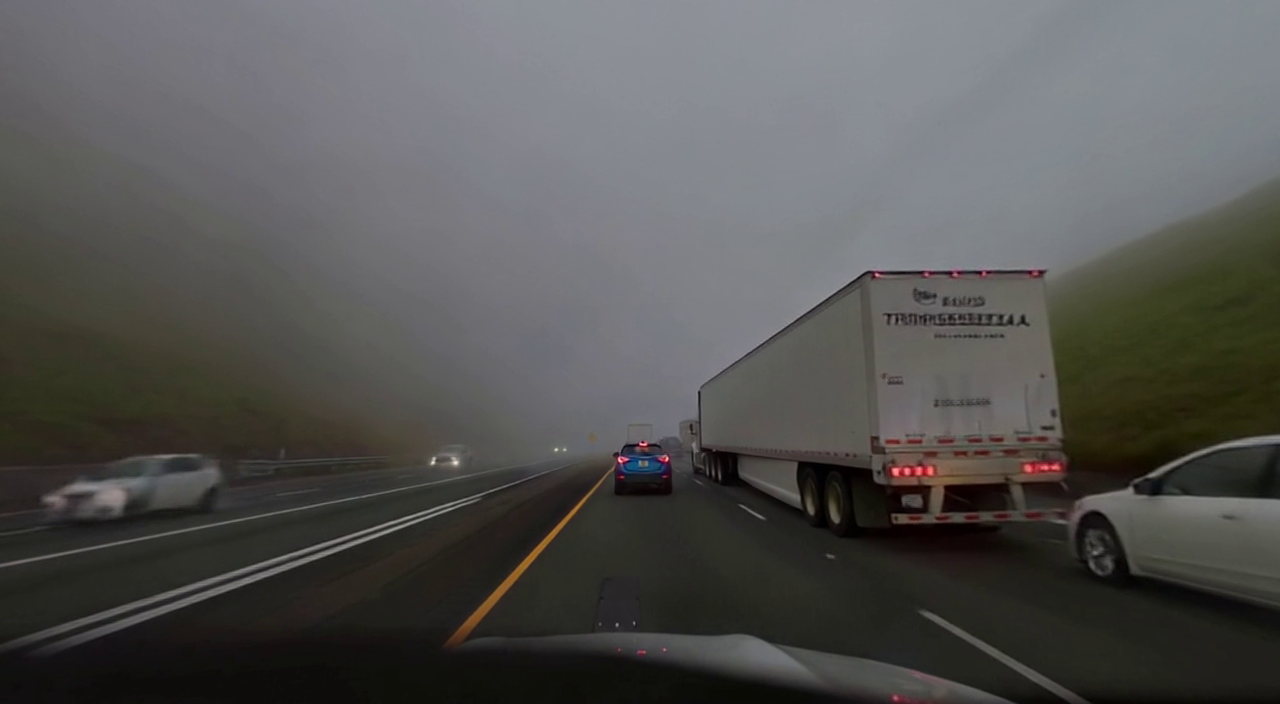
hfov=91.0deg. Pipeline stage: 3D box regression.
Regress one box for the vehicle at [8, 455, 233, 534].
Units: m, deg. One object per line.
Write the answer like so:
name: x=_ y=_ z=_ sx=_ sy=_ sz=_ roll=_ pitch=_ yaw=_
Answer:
vehicle: x=-11.756 y=3.195 z=14.681 sx=1.940 sy=1.495 sz=3.889 roll=-1 pitch=-9 yaw=-1

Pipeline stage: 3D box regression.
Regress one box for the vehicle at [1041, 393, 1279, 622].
vehicle: x=5.554 y=1.044 z=4.148 sx=1.888 sy=1.591 sz=4.815 roll=1 pitch=-8 yaw=-14

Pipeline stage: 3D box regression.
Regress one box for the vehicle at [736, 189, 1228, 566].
vehicle: x=4.521 y=0.845 z=11.973 sx=3.235 sy=4.197 sz=9.908 roll=0 pitch=-7 yaw=-3

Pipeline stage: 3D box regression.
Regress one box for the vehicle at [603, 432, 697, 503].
vehicle: x=0.193 y=2.800 z=15.676 sx=2.045 sy=1.507 sz=3.763 roll=-1 pitch=-8 yaw=-1

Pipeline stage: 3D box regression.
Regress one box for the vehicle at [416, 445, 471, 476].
vehicle: x=-11.867 y=6.518 z=38.232 sx=1.988 sy=1.727 sz=4.217 roll=-1 pitch=-8 yaw=0
